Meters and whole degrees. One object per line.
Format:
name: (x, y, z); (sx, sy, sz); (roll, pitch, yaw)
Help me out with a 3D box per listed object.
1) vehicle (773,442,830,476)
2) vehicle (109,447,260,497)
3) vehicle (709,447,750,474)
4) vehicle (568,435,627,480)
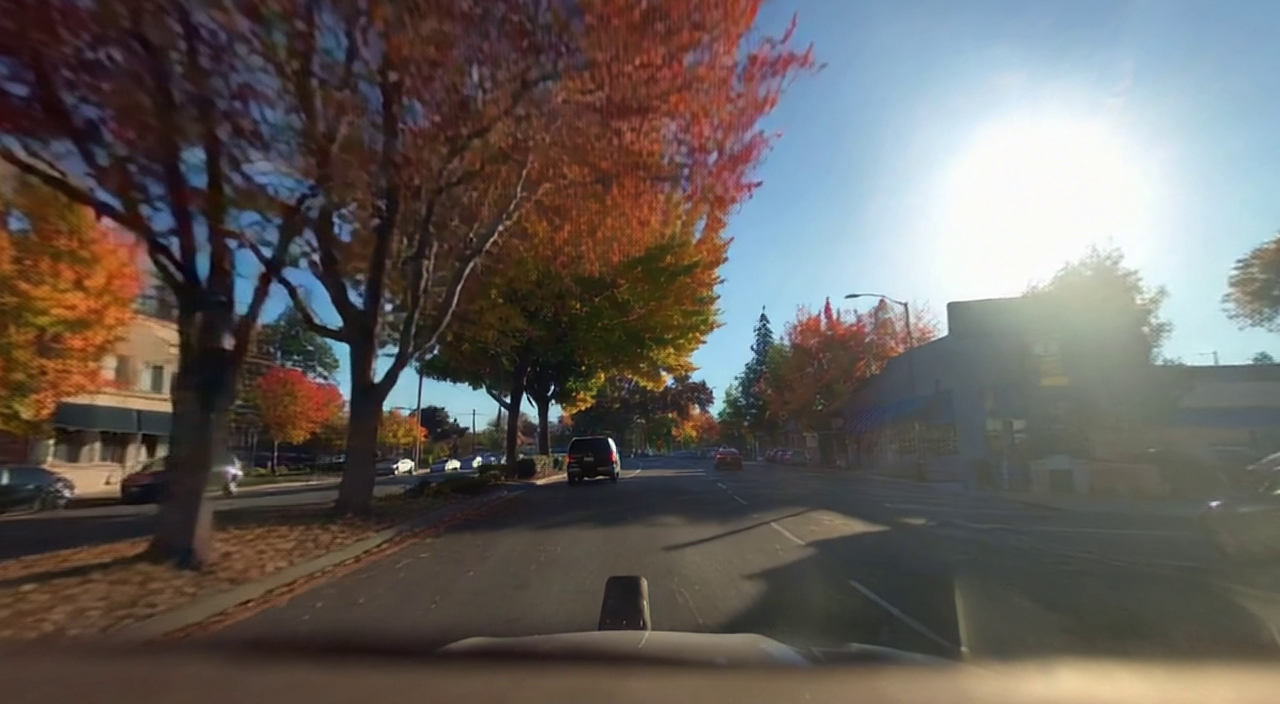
vehicle: (8.810, 5.877, 34.856); (2.040, 1.738, 4.414); (0, -8, 1)
vehicle: (-18.320, 4.813, 25.795); (1.914, 1.785, 5.408); (-1, -8, 3)
vehicle: (5.224, 6.385, 37.450); (1.886, 1.464, 4.290); (0, -8, 1)
vehicle: (-1.856, 4.823, 29.156); (2.344, 1.863, 4.665); (0, -8, 0)
